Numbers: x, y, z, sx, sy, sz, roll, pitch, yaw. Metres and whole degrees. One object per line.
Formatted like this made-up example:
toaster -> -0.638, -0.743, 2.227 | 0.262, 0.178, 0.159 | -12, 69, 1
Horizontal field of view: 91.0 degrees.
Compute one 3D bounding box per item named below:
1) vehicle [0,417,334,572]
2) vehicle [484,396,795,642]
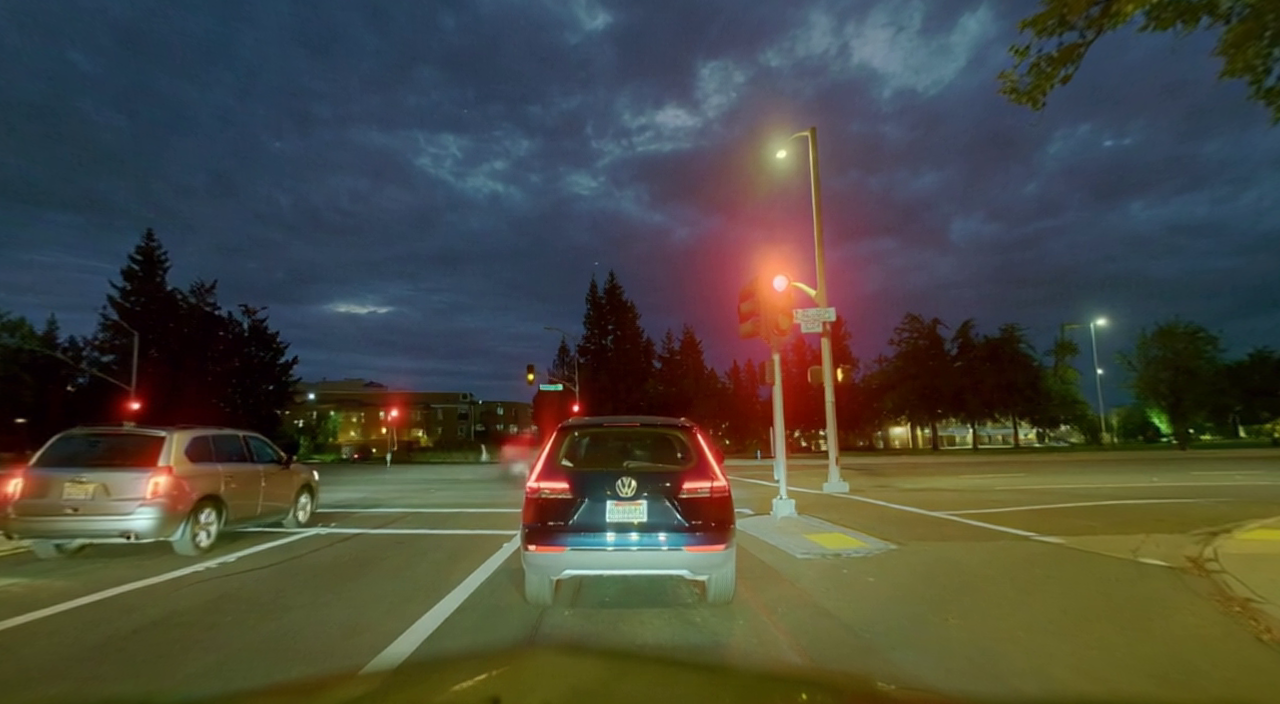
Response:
vehicle -> -6.392, 1.899, 9.151 | 2.020, 1.695, 4.187 | 1, -9, -5
vehicle -> -0.152, 1.458, 6.514 | 2.154, 1.670, 4.140 | 1, -9, -5
